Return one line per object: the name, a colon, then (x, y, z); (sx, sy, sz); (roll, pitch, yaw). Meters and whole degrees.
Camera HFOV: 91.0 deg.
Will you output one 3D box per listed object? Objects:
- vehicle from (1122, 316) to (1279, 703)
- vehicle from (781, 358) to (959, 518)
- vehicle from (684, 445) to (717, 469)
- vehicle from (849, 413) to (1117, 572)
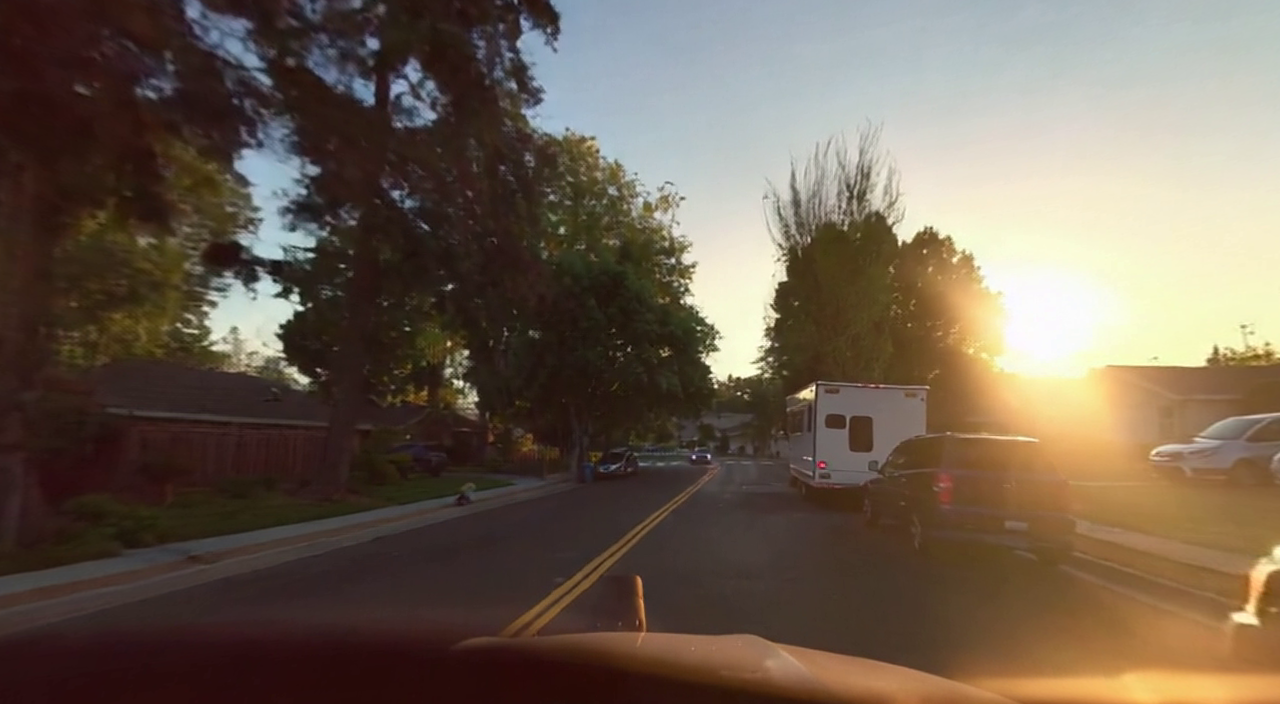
vehicle: (3.323, 0.500, 0.450); (2.182, 1.785, 5.726); (0, -8, 9)
vehicle: (6.235, 2.695, 19.368); (3.052, 3.440, 11.052); (-2, -9, 10)
vehicle: (4.730, 8.133, 48.789); (2.194, 1.763, 4.288); (-2, -9, 10)
vehicle: (4.703, 1.963, 9.605); (1.980, 1.782, 4.627); (-2, -9, 8)
